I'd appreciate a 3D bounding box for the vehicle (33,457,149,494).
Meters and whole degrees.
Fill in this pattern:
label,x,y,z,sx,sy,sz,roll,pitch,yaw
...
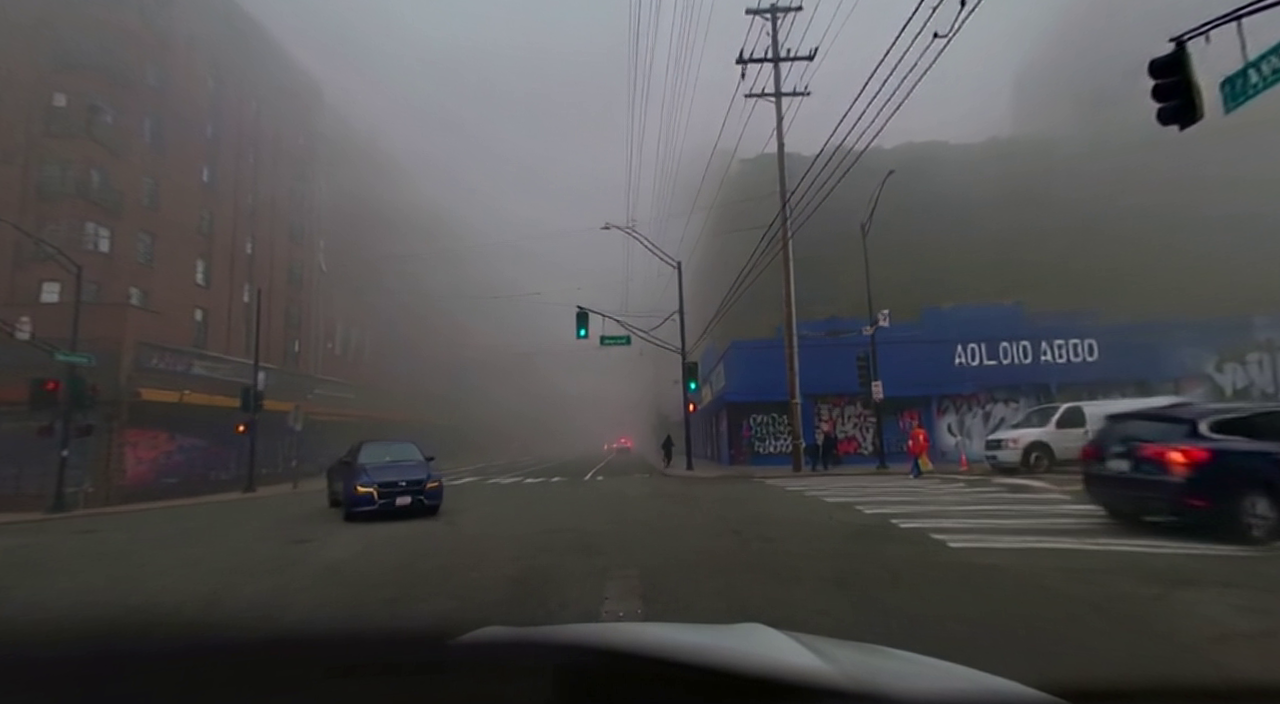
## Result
label,x,y,z,sx,sy,sz,roll,pitch,yaw
vehicle,-23.518,5.285,27.156,3.360,1.392,1.674,-1,-9,-1

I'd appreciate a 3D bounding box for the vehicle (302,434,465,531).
label,x,y,z,sx,sy,sz,roll,pitch,yaw
vehicle,-5.077,2.350,12.124,2.097,1.457,4.439,5,-10,-31

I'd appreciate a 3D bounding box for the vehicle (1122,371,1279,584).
label,x,y,z,sx,sy,sz,roll,pitch,yaw
vehicle,7.399,1.096,5.718,4.714,1.686,1.973,1,-8,-9
